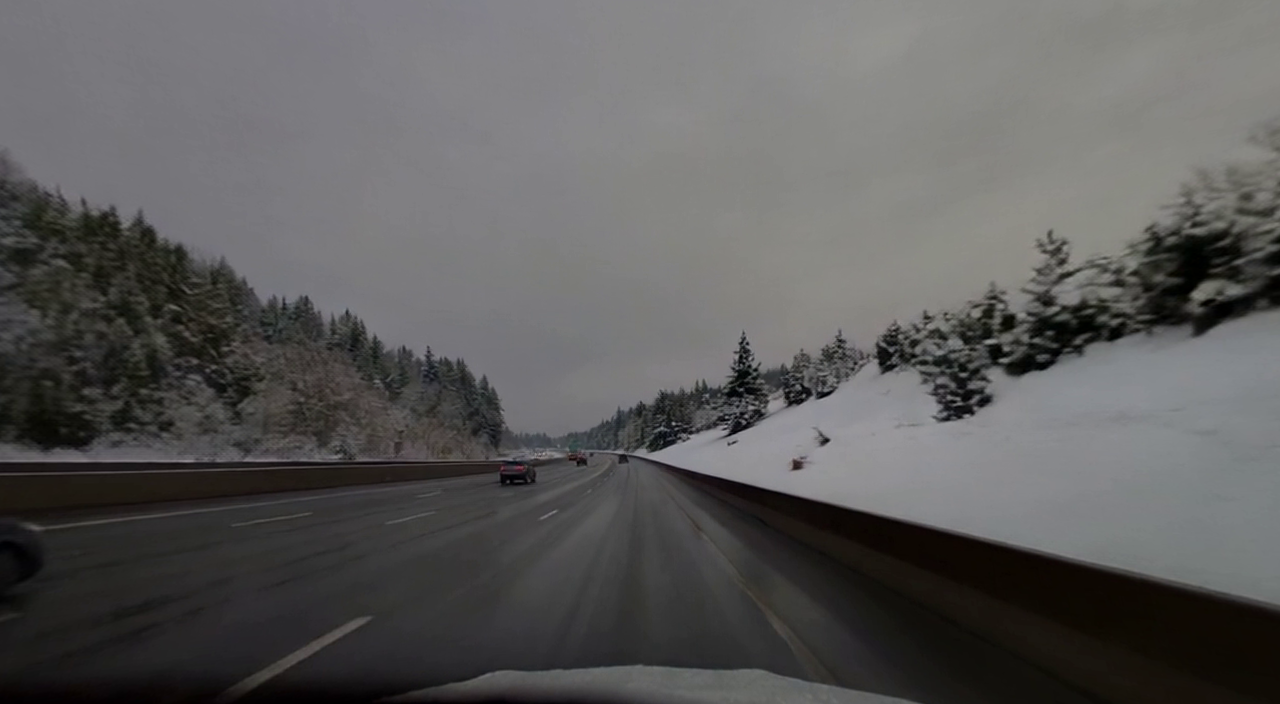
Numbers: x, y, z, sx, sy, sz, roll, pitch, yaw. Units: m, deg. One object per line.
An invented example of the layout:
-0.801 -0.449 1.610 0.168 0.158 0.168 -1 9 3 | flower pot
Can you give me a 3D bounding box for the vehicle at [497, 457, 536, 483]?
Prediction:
-7.853 7.519 40.347 1.742 1.494 3.795 0 -9 0 | vehicle
